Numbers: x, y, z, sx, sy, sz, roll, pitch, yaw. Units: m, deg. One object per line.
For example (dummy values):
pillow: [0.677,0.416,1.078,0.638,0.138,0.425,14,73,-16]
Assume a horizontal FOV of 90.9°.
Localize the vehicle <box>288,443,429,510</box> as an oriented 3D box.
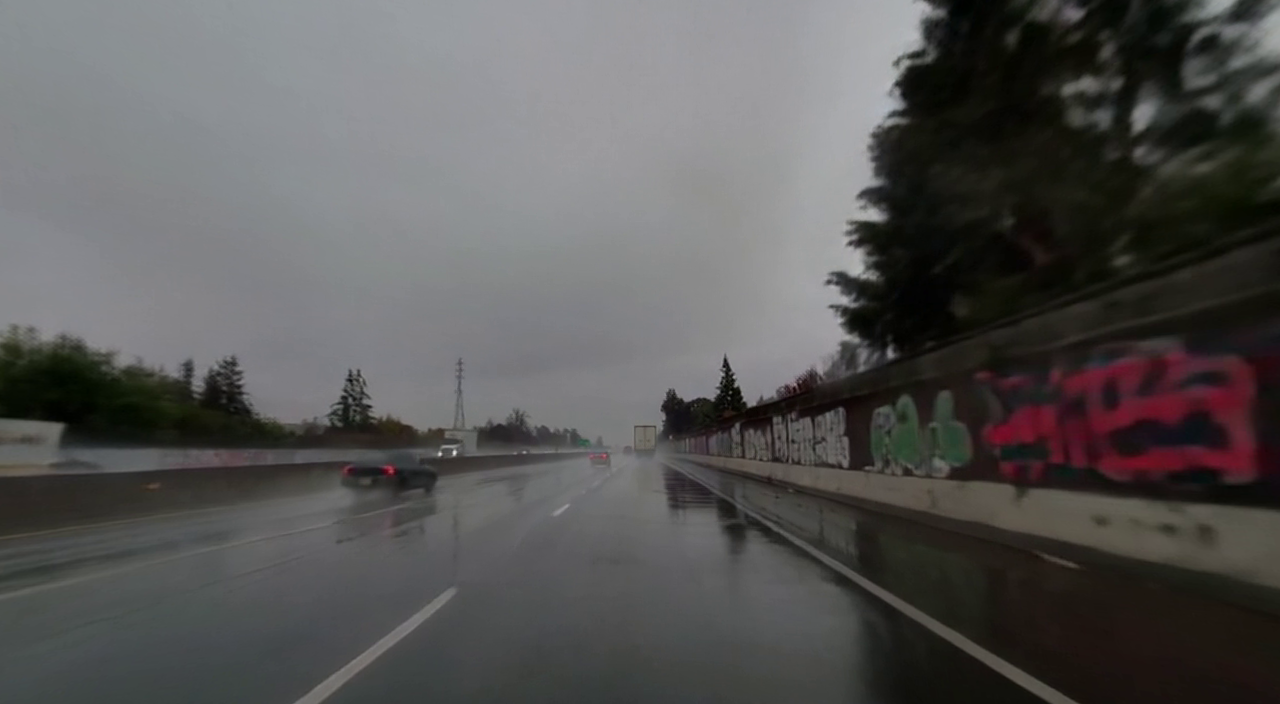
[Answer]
vehicle: [-6.700,2.975,15.408,2.027,1.431,3.033,0,-9,0]
